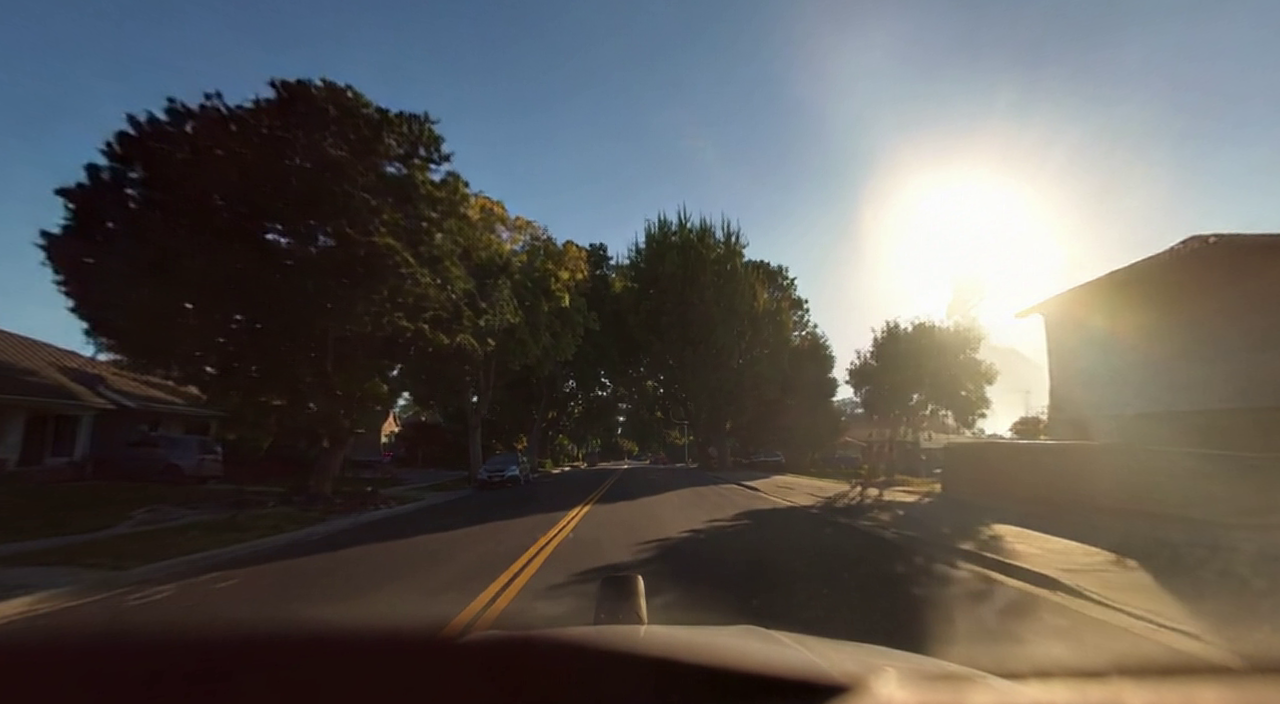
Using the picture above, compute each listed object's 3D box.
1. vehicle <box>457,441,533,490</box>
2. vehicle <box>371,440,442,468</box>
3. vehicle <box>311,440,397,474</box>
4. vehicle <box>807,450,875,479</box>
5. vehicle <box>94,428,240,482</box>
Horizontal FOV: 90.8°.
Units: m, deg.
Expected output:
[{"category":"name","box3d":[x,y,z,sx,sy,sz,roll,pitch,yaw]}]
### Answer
[{"category":"vehicle","box3d":[-5.786,4.734,25.828,1.924,1.765,4.542,-2,-12,1]},{"category":"vehicle","box3d":[-17.366,7.577,46.870,4.918,1.918,2.002,-6,-10,25]},{"category":"vehicle","box3d":[-16.977,6.224,37.371,4.742,1.495,1.963,-10,-11,23]},{"category":"vehicle","box3d":[14.681,8.168,46.136,4.231,1.493,1.941,3,-6,33]},{"category":"vehicle","box3d":[-14.744,3.177,19.618,4.668,1.491,1.941,-6,-10,31]}]
